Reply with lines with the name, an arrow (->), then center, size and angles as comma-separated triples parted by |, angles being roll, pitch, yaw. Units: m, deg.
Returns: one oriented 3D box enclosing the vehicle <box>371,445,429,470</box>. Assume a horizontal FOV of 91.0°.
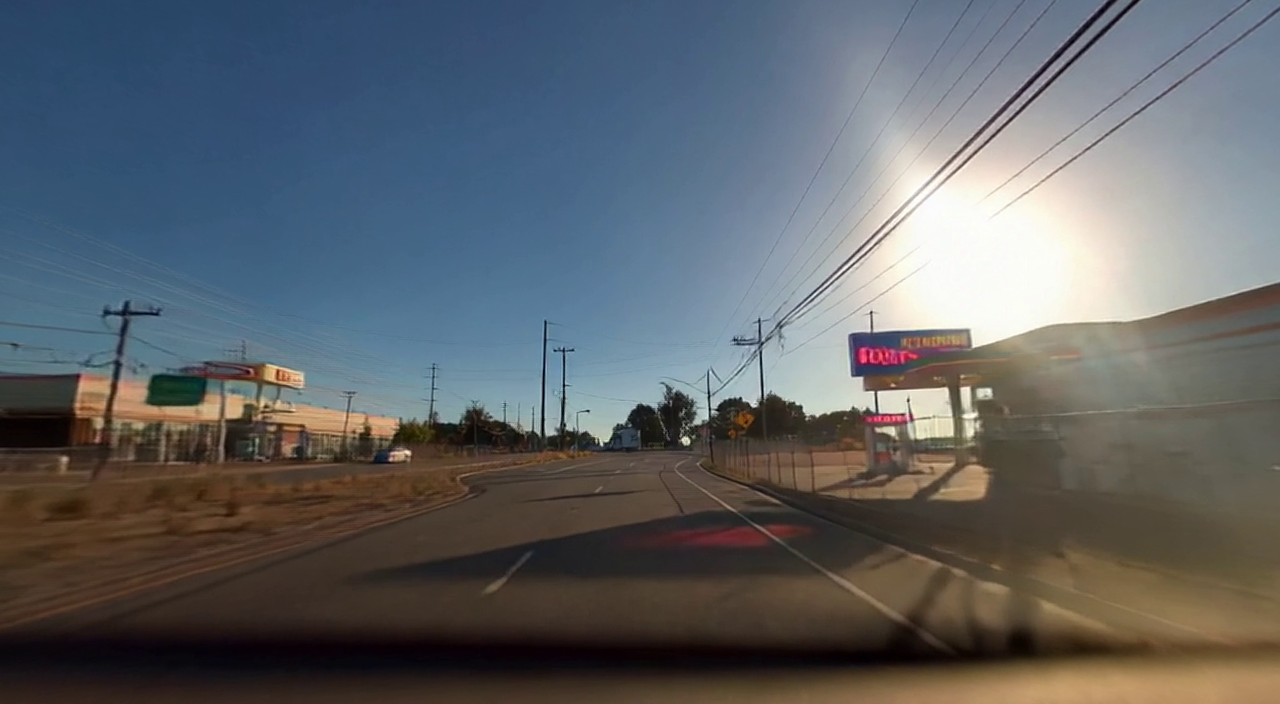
vehicle -> -17.051, 7.521, 44.992 | 2.011, 1.646, 4.522 | -1, -9, 5
